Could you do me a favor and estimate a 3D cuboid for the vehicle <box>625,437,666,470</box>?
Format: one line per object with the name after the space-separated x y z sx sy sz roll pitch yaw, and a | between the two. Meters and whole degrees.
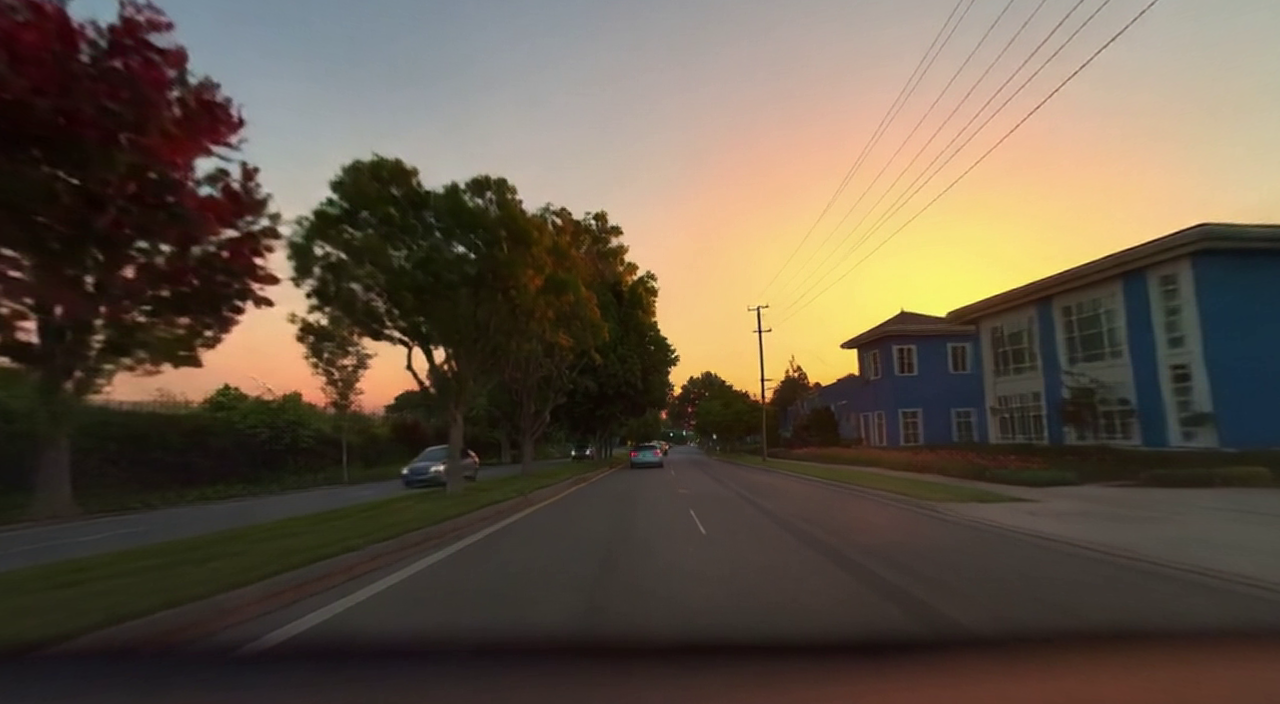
0.376 5.631 35.164 2.129 1.713 4.314 0 -8 3 | vehicle

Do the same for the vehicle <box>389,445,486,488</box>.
-7.670 4.358 24.358 2.040 1.465 4.448 0 -8 3 | vehicle
